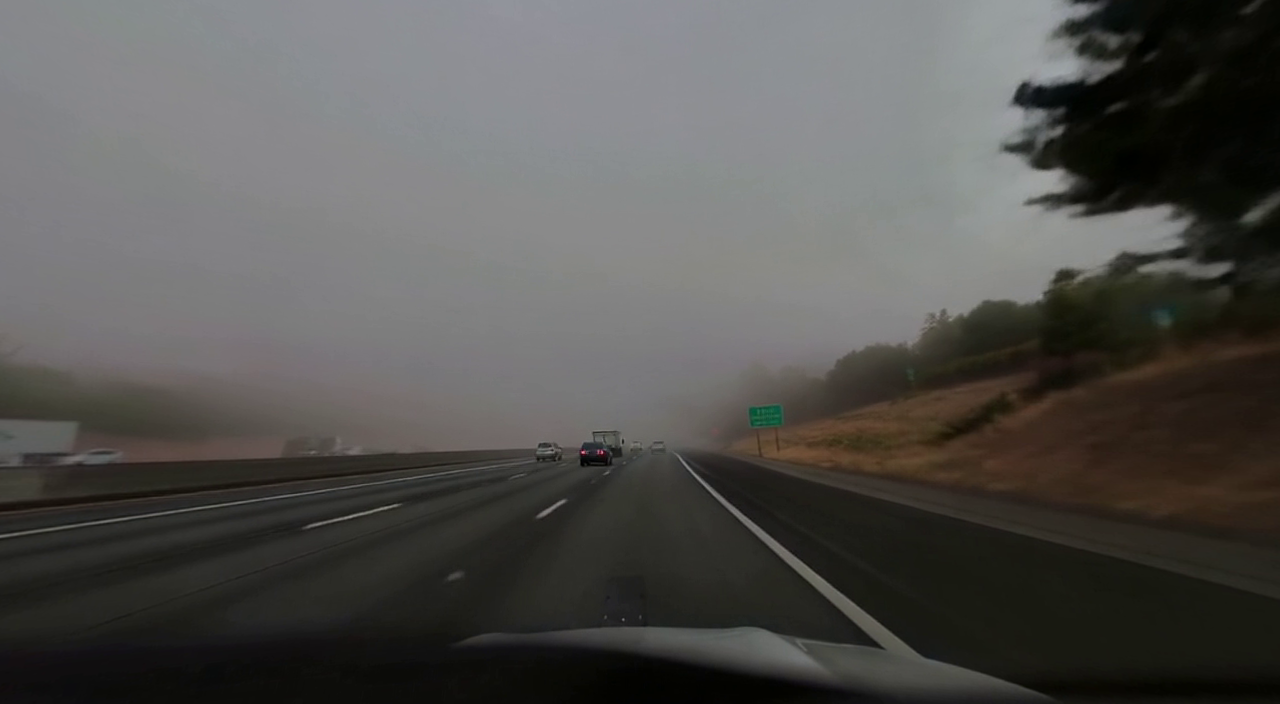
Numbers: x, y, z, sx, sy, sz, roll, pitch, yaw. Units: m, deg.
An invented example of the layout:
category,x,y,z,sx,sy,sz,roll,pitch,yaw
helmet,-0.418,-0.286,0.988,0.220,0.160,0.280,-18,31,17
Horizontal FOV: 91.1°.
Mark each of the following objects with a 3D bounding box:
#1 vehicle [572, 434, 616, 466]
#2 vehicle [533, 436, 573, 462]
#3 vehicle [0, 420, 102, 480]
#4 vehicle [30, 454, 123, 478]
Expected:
category,x,y,z,sx,sy,sz,roll,pitch,yaw
vehicle,-2.643,5.772,37.014,2.194,1.766,3.720,0,-9,2
vehicle,-6.194,6.999,45.341,2.078,1.729,4.722,0,-9,2
vehicle,-45.147,6.528,41.978,2.976,4.033,16.859,0,-9,2
vehicle,-40.736,8.207,45.585,1.827,1.564,5.291,0,-9,0
